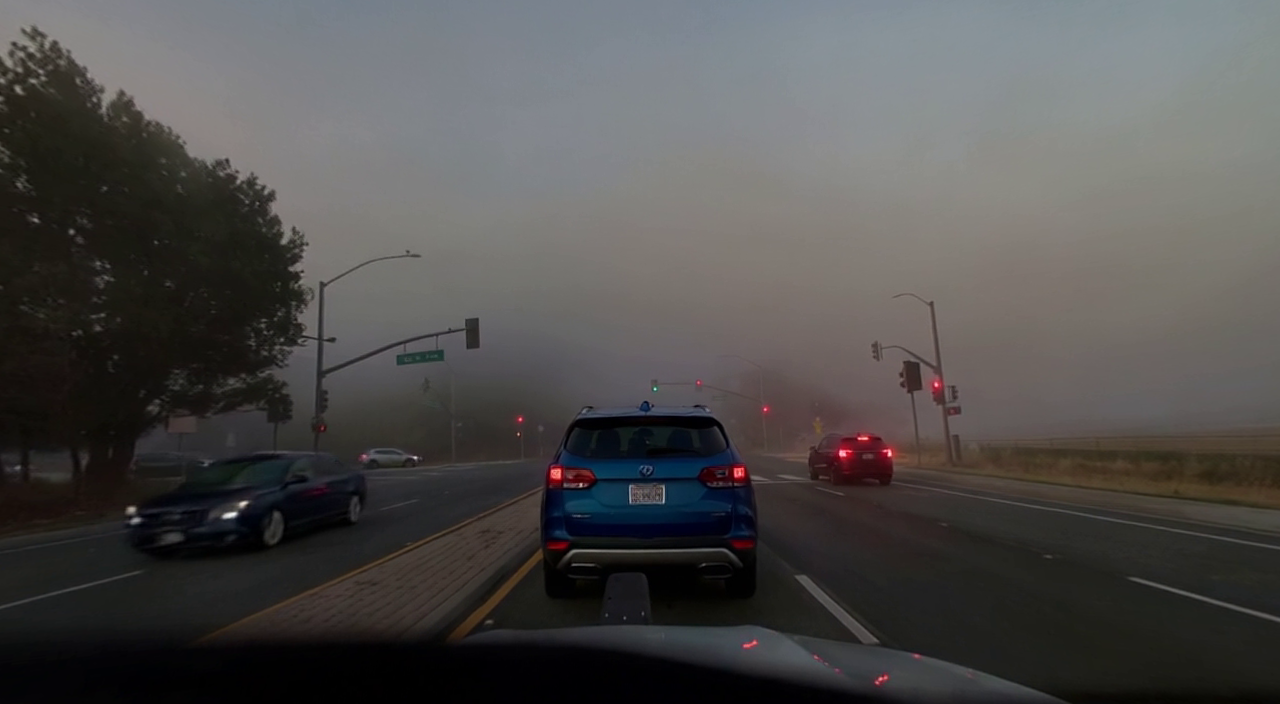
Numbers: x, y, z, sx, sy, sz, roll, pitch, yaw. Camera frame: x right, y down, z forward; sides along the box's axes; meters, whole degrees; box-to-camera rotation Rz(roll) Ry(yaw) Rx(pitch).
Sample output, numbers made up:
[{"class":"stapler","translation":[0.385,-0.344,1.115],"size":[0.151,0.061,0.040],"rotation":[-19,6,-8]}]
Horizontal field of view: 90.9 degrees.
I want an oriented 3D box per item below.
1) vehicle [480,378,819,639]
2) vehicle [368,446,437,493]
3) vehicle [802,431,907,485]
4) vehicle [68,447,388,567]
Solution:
[{"class":"vehicle","translation":[0.053,1.363,6.448],"size":[2.298,1.770,4.138],"rotation":[0,-8,0]},{"class":"vehicle","translation":[-9.387,4.501,24.684],"size":[2.192,1.606,4.510],"rotation":[3,-9,-24]},{"class":"vehicle","translation":[7.113,3.560,21.446],"size":[2.012,1.636,4.352],"rotation":[0,-8,0]},{"class":"vehicle","translation":[-6.256,2.353,10.548],"size":[2.425,1.480,4.707],"rotation":[0,-8,-4]}]
